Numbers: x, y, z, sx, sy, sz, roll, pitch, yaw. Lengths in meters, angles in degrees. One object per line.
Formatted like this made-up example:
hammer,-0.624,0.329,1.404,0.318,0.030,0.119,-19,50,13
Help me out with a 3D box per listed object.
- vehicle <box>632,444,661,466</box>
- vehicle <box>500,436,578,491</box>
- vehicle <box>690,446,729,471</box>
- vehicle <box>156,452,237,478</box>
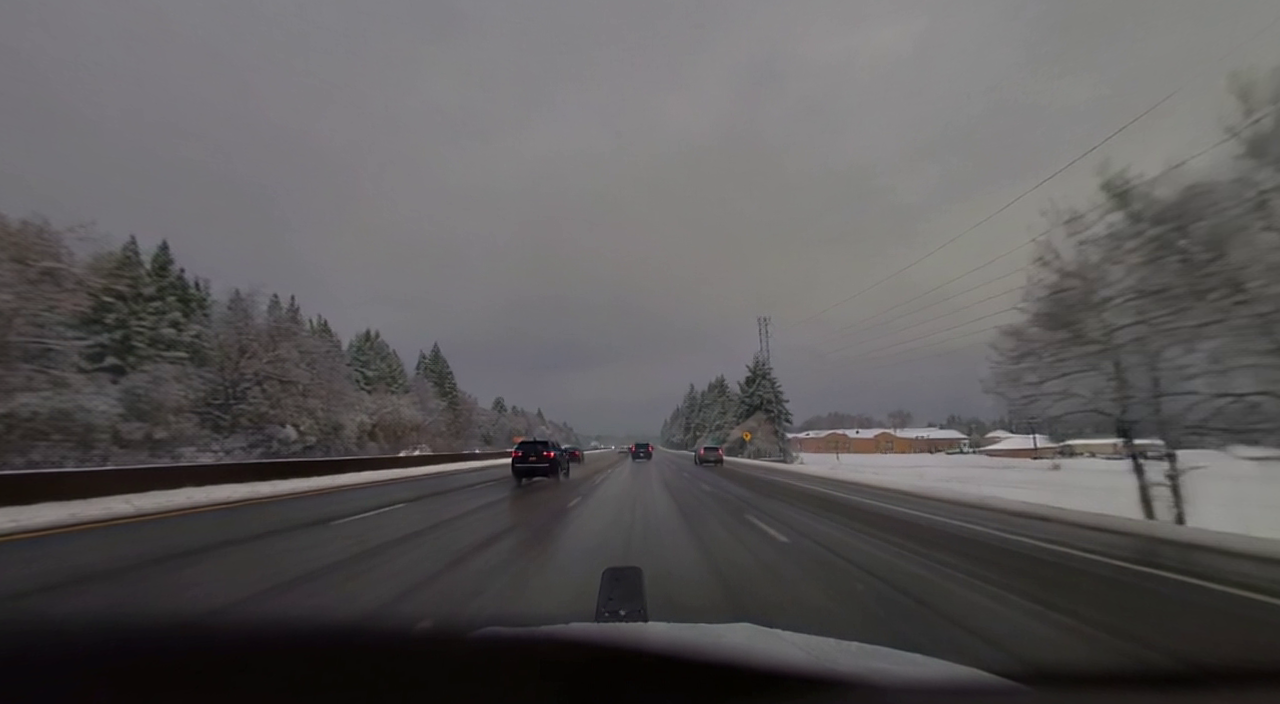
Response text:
vehicle,0.476,7.976,48.962,2.156,1.647,3.987,0,-9,0
vehicle,-3.399,3.845,22.027,1.961,1.704,4.052,0,-9,1
vehicle,4.385,6.738,40.205,1.964,1.479,4.252,0,-9,-1
vehicle,-28.781,7.318,41.116,1.862,1.515,4.643,0,-9,1
